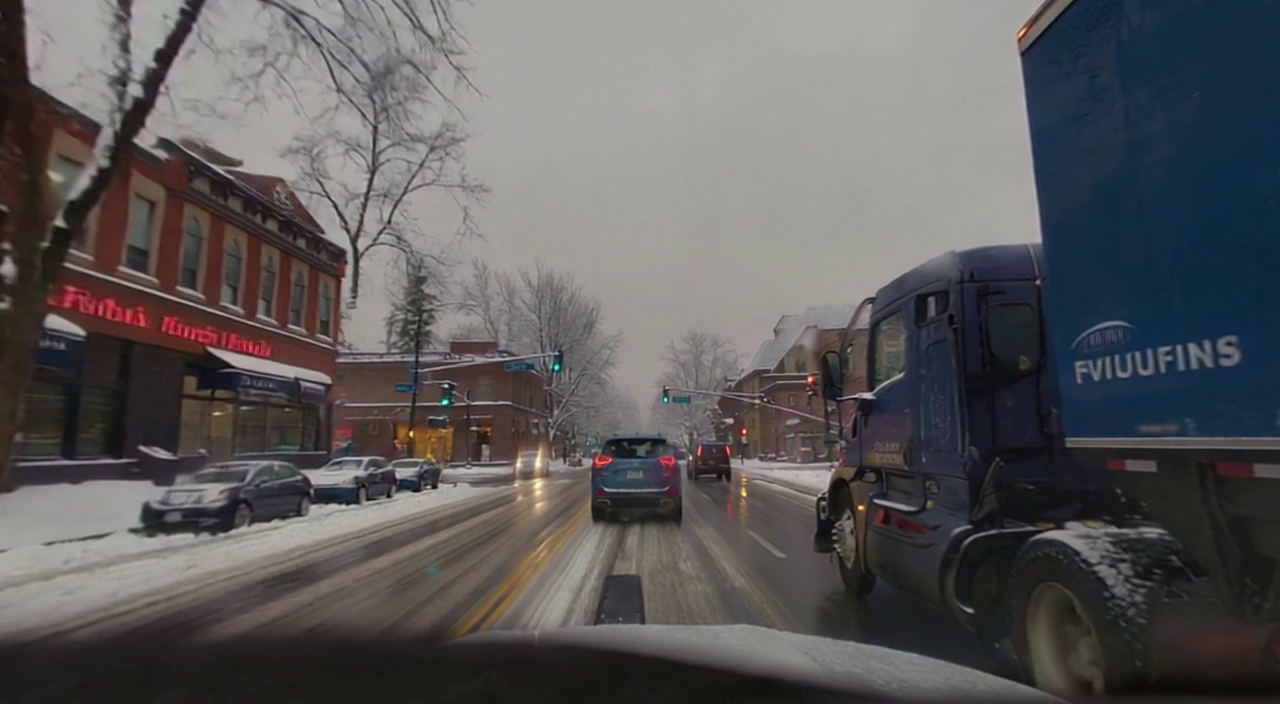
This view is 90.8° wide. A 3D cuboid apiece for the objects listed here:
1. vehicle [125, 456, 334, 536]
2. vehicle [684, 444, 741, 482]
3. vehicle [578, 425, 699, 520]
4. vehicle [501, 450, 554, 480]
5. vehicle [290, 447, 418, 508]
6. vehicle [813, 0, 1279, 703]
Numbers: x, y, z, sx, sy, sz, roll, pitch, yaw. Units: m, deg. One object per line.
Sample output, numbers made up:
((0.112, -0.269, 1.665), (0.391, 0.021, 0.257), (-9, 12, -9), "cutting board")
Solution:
((-8.773, 3.065, 14.076), (1.805, 1.379, 4.359), (0, -8, -2), "vehicle")
((3.406, 5.280, 30.453), (2.159, 1.696, 4.316), (0, -8, -1), "vehicle")
((0.012, 2.608, 14.228), (2.283, 1.783, 4.548), (0, -8, 1), "vehicle")
((-5.902, 5.994, 33.785), (1.947, 1.462, 4.640), (0, -8, 1), "vehicle")
((-8.900, 3.887, 20.179), (2.084, 1.686, 4.422), (0, -8, -1), "vehicle")
((3.289, -0.191, 1.759), (2.913, 3.771, 9.716), (0, -8, 0), "vehicle")
